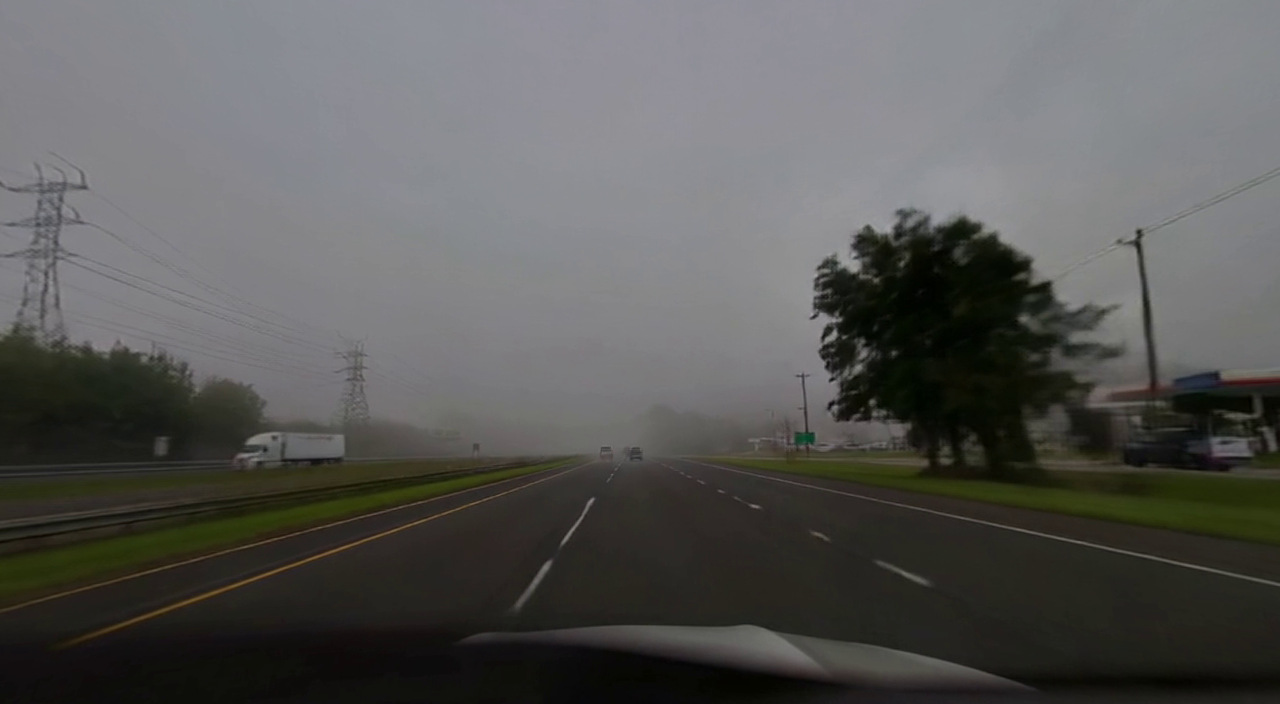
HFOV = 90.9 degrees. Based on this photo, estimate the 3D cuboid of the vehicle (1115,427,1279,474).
[{"bbox_3d":[20.389,3.646,23.360,2.029,1.578,4.313,0,-9,-2],"label":"vehicle"}]
